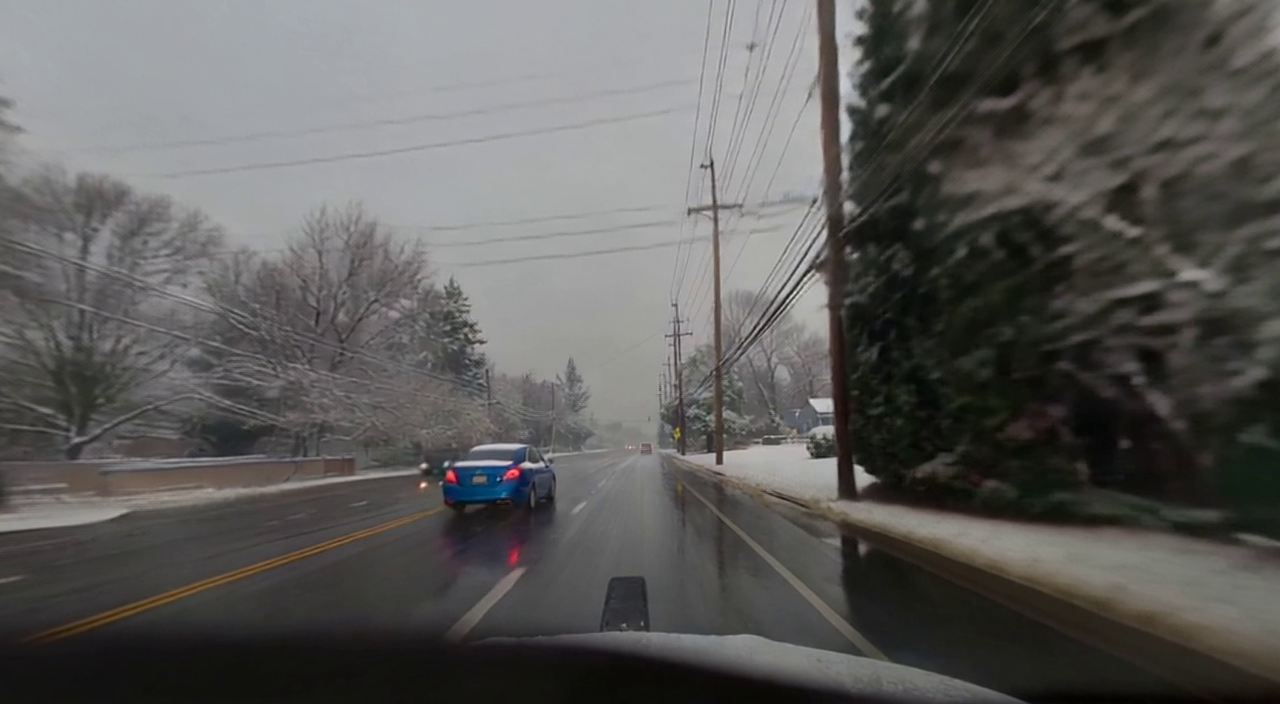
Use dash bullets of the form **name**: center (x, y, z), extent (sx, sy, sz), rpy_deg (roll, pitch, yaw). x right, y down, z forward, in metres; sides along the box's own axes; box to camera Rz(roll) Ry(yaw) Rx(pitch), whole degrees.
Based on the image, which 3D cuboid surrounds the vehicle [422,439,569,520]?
- **vehicle**: center (-3.031, 2.785, 14.506), extent (2.085, 1.512, 5.023), rpy_deg (0, -8, 1)
